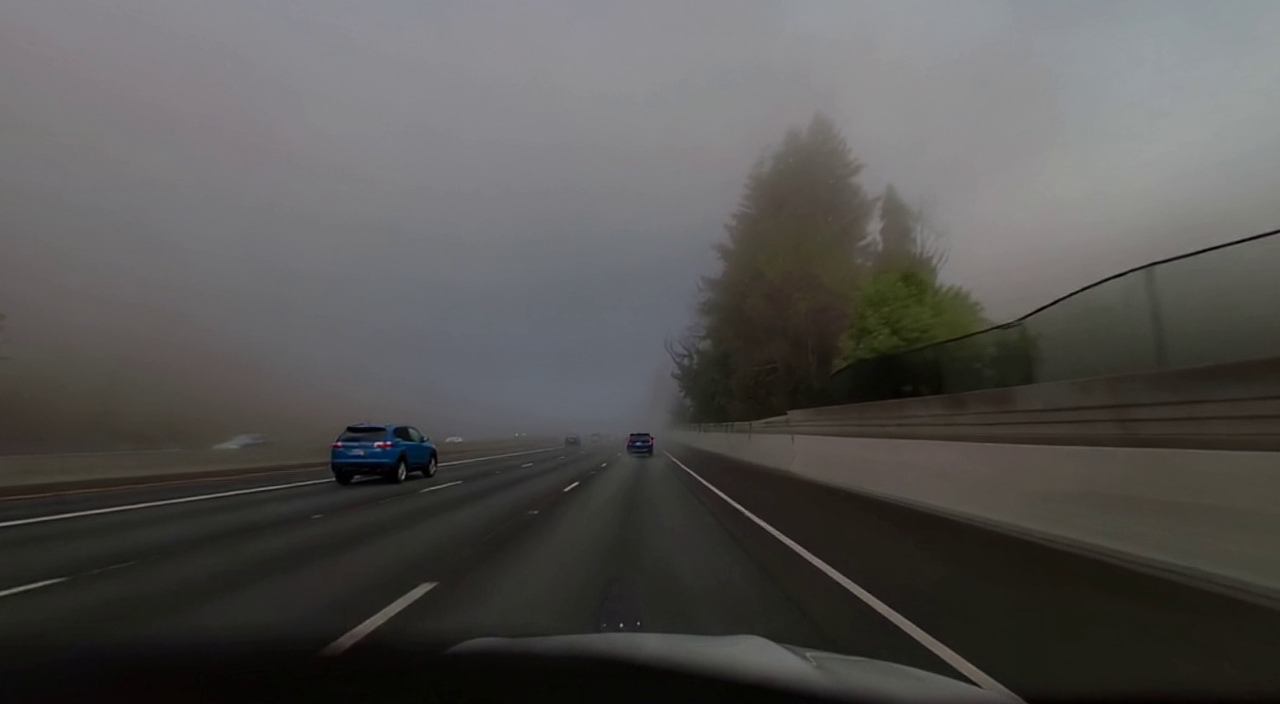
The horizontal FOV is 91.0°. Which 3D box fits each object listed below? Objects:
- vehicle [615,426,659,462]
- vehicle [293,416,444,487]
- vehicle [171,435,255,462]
[{"bbox_3d":[-0.125,4.766,32.689,2.141,1.706,4.065,0,-8,1],"label":"vehicle"},{"bbox_3d":[-7.361,2.772,17.693,2.166,1.705,4.433,0,-8,1],"label":"vehicle"},{"bbox_3d":[-25.650,5.825,38.031,1.858,1.525,4.501,0,-8,1],"label":"vehicle"}]
